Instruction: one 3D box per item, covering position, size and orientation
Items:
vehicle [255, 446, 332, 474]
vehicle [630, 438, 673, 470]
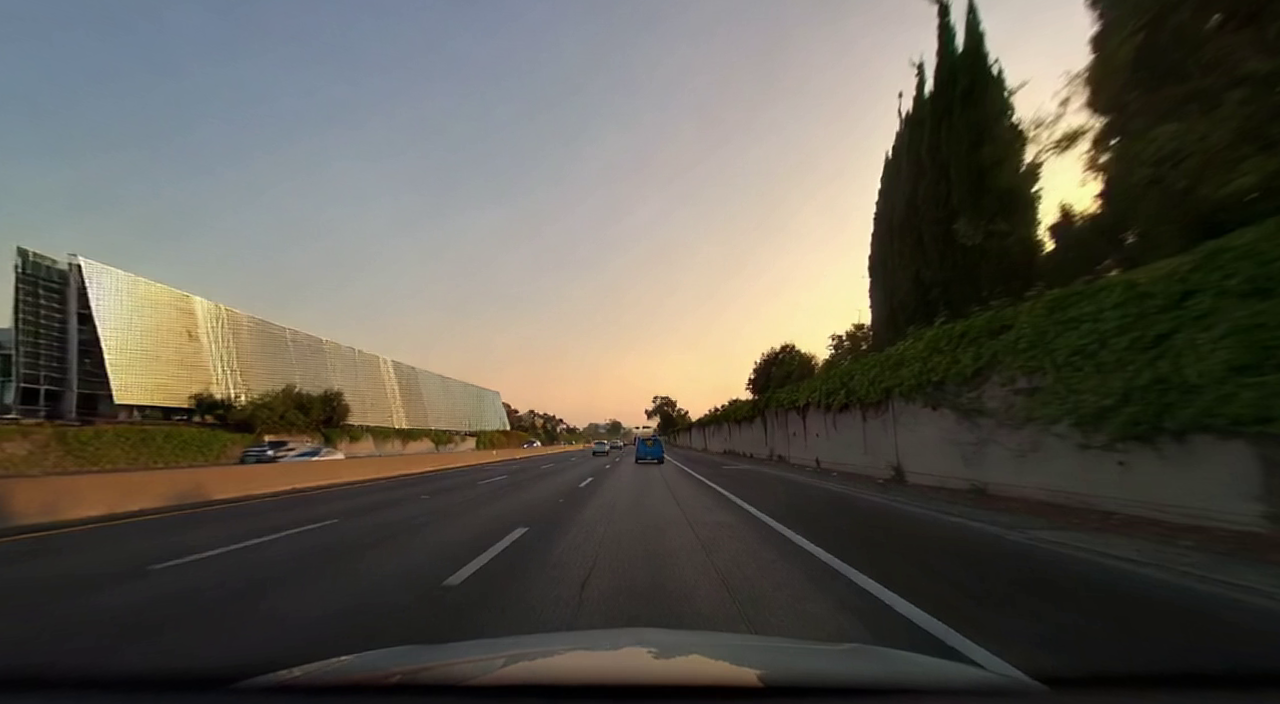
[{"bbox_3d":[-18.471,5.766,33.769,1.838,1.391,3.939,0,-8,0],"label":"vehicle"},{"bbox_3d":[0.514,5.056,31.316,1.997,1.484,3.409,0,-8,-2],"label":"vehicle"}]
